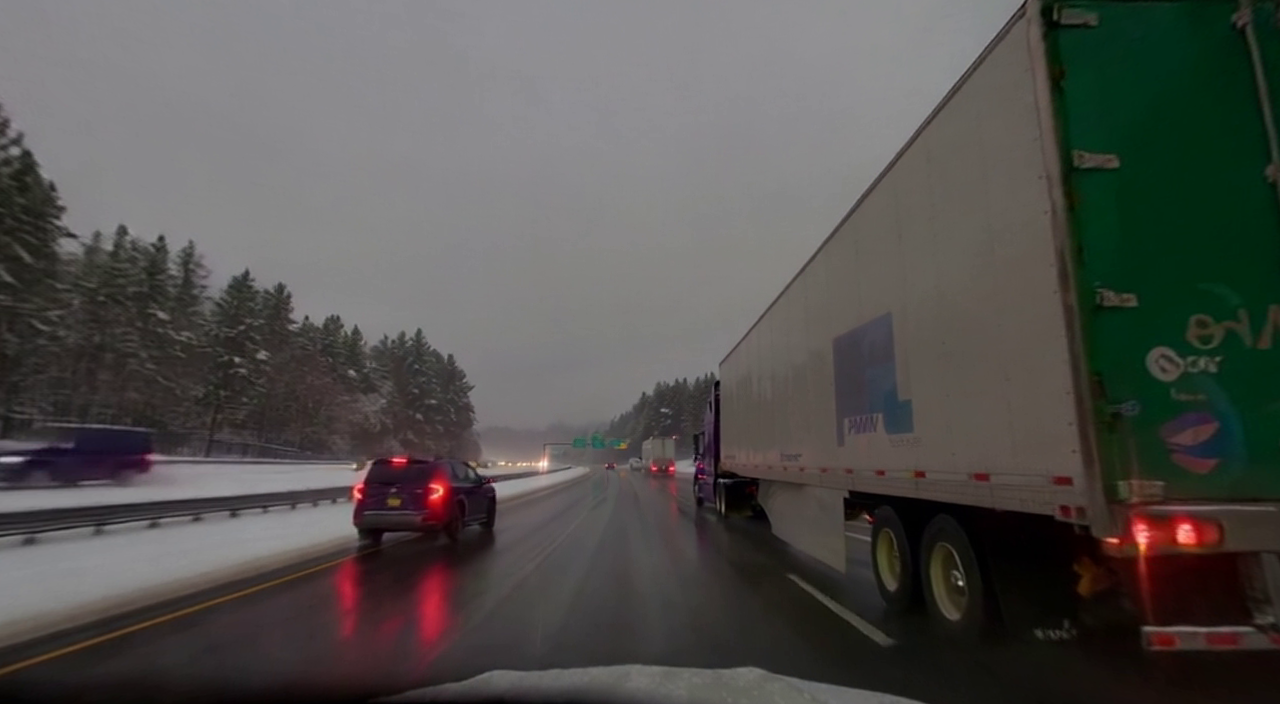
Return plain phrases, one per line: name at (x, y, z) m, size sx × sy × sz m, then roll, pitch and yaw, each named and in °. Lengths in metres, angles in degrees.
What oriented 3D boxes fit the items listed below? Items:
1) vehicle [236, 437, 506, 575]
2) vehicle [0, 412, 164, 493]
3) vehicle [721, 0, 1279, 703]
vehicle at (-3.699, 2.262, 9.956) m, size 2.010 × 1.580 × 4.949 m, roll 1°, pitch -10°, yaw 1°
vehicle at (-16.149, 2.800, 17.419) m, size 2.114 × 1.913 × 4.865 m, roll 1°, pitch -10°, yaw 0°
vehicle at (3.604, 0.984, 9.341) m, size 2.856 × 4.040 × 14.009 m, roll 1°, pitch -10°, yaw 0°
